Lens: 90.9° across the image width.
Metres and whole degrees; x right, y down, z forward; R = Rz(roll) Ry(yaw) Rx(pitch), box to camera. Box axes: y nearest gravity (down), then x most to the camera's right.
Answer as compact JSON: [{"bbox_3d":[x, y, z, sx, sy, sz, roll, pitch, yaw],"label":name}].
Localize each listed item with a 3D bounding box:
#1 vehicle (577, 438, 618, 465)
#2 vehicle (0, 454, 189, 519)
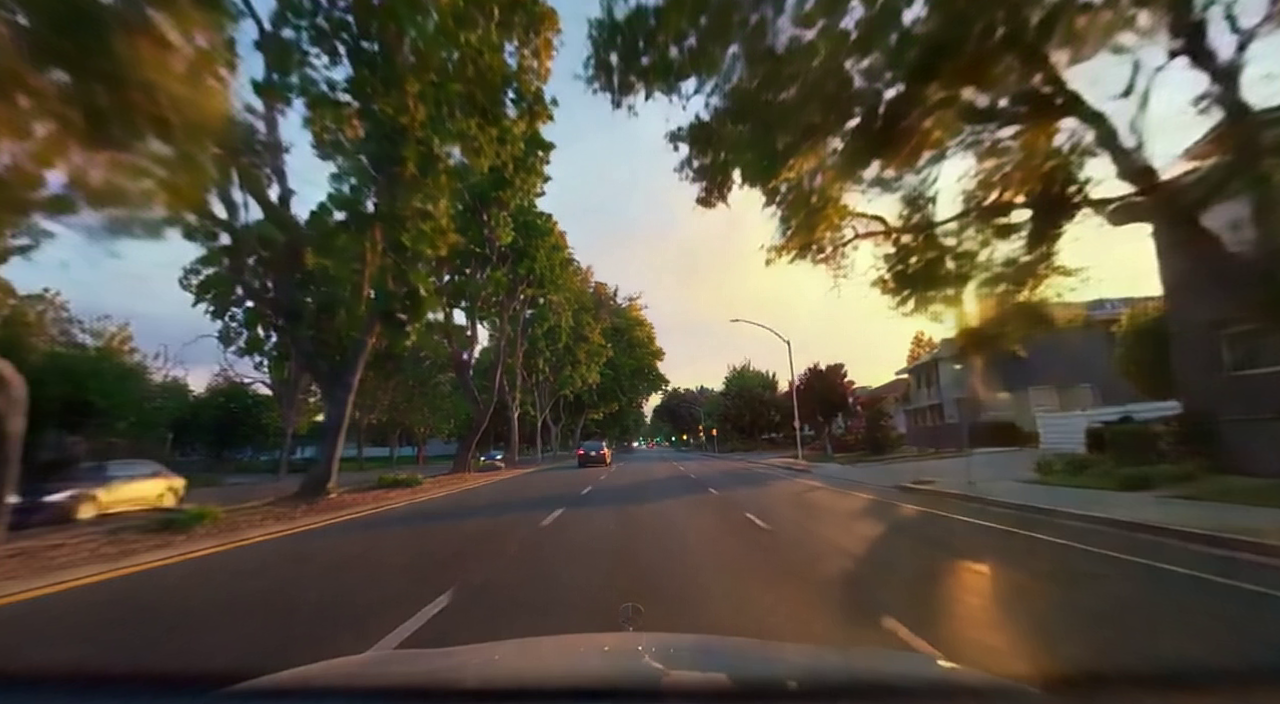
[{"bbox_3d":[-2.758,6.612,42.102,2.283,1.716,4.395,0,-8,1],"label":"vehicle"},{"bbox_3d":[-16.230,3.950,18.995,1.923,1.637,4.409,0,-8,1],"label":"vehicle"}]
